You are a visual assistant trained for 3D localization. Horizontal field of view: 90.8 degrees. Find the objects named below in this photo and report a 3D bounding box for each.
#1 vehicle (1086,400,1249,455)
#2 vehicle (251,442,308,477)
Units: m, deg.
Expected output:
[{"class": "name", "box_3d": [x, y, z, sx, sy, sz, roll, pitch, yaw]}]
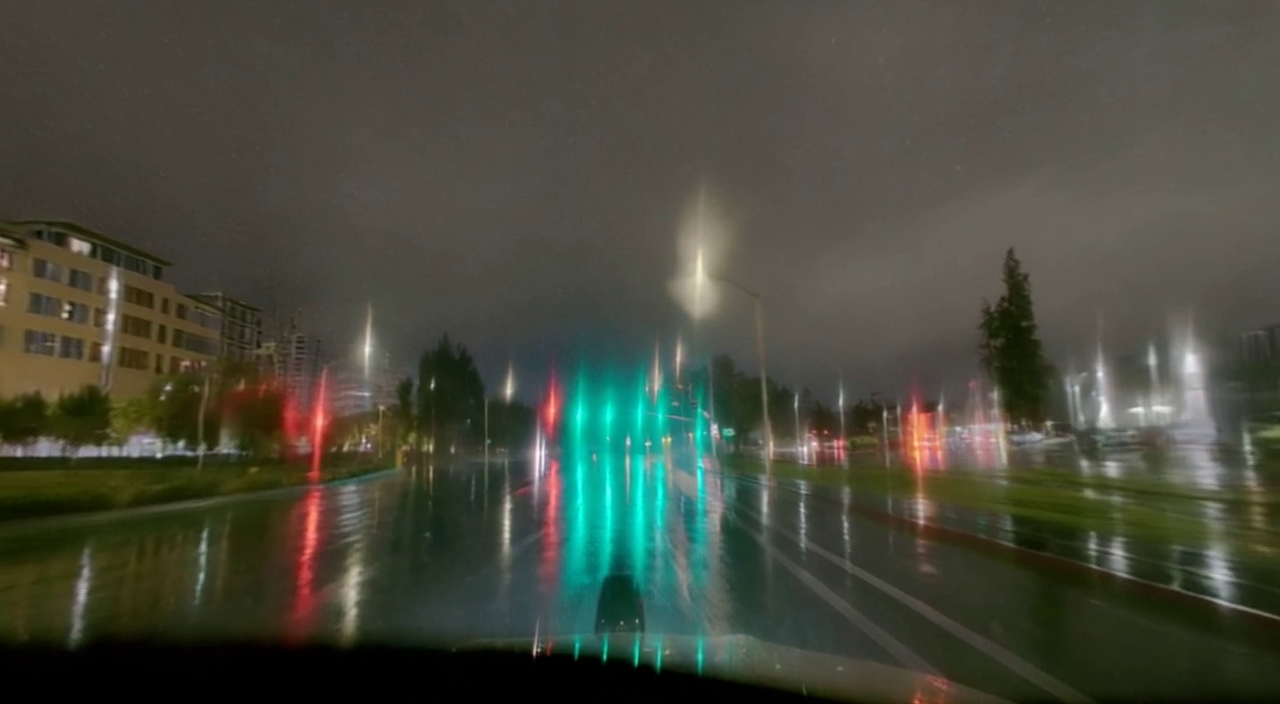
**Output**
[{"class": "vehicle", "box_3d": [38.006, 5.328, 45.382, 12.668, 3.508, 3.144, 1, -8, -22]}, {"class": "vehicle", "box_3d": [-27.375, 8.131, 48.098, 2.249, 2.488, 3.048, -3, -8, 8]}]
